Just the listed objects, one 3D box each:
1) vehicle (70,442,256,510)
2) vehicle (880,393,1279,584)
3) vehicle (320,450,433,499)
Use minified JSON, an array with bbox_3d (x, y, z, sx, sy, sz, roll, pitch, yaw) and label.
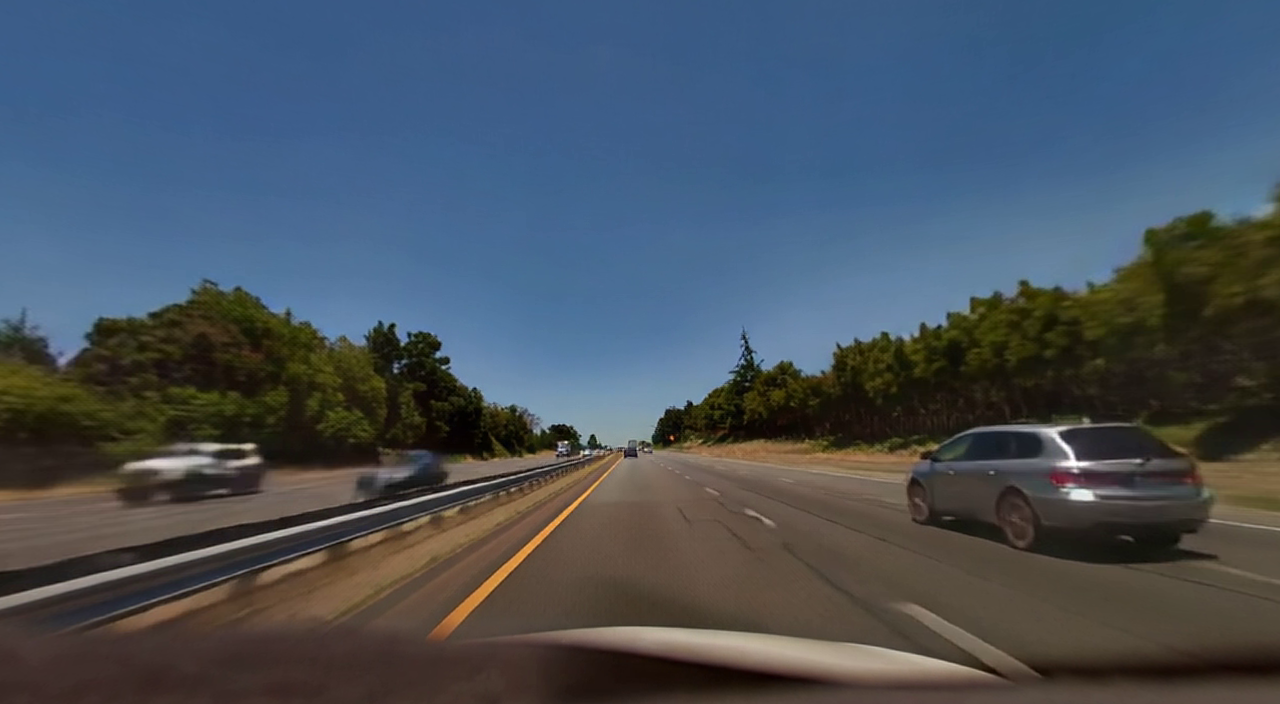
[{"bbox_3d":[-13.197,3.426,17.825,2.024,1.663,4.158,0,-9,-1],"label":"vehicle"},{"bbox_3d":[5.201,1.646,8.337,2.117,1.783,4.627,0,-9,-1],"label":"vehicle"},{"bbox_3d":[-8.798,4.103,21.490,2.036,1.482,4.349,0,-9,-1],"label":"vehicle"}]
